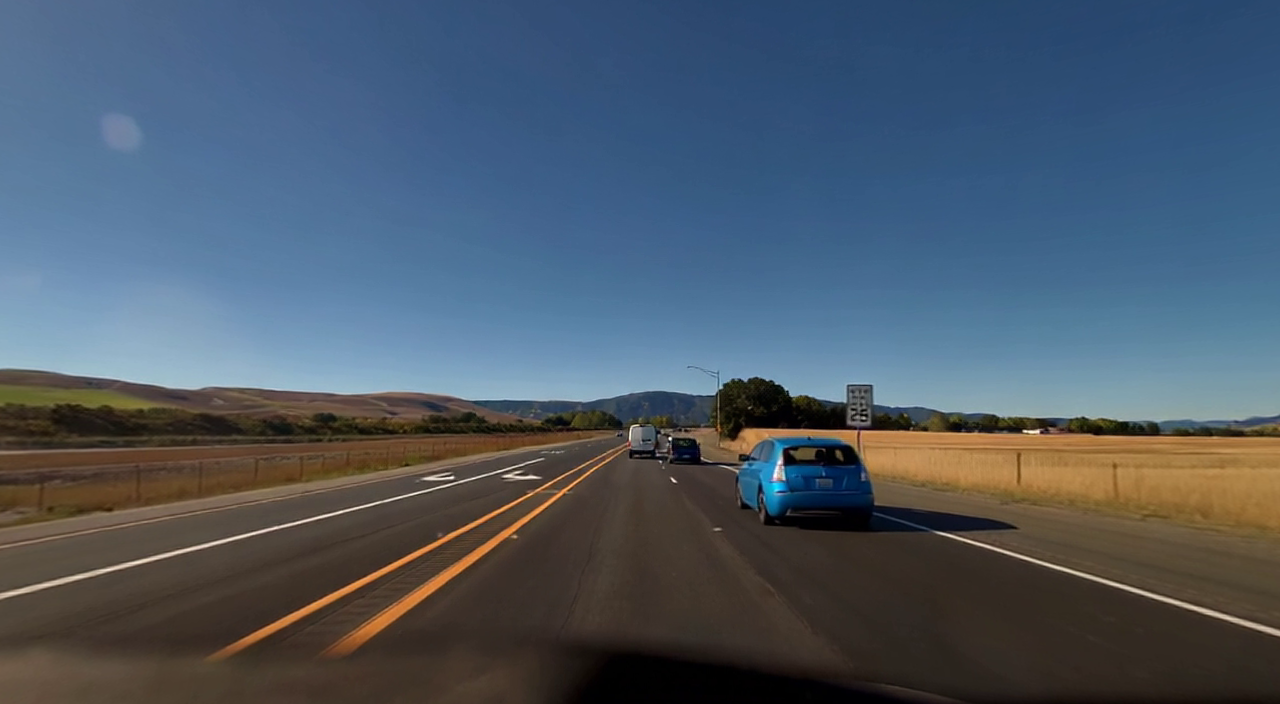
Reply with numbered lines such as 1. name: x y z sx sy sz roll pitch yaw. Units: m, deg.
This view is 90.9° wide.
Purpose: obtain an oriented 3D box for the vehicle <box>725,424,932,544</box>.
1. vehicle: 2.702 1.995 10.179 2.007 1.534 3.976 0 -8 -2

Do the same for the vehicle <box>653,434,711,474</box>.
1. vehicle: 1.663 4.249 26.503 2.026 1.531 4.273 0 -8 -2
